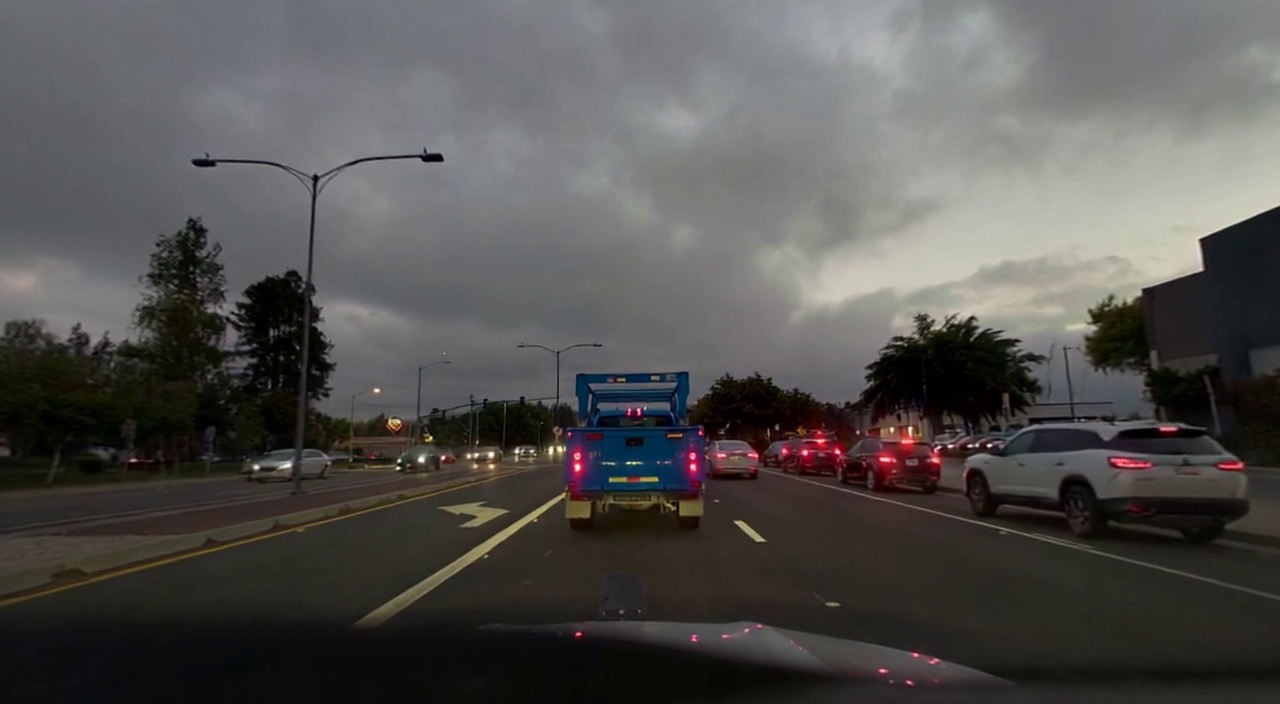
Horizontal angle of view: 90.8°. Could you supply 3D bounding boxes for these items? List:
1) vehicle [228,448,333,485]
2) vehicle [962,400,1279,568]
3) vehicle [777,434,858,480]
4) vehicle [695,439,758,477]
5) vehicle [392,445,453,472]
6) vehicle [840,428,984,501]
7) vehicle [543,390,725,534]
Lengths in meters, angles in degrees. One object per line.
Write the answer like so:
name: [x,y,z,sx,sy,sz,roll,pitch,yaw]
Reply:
vehicle: [-16.071,5.105,28.595,1.910,1.485,4.802,0,-9,0]
vehicle: [6.837,1.738,9.024,2.023,1.771,4.488,0,-9,-1]
vehicle: [7.078,4.234,25.687,1.953,1.665,4.327,0,-9,-2]
vehicle: [3.554,4.433,26.699,1.960,1.474,4.279,0,-9,-1]
vehicle: [-12.281,6.032,36.022,1.906,1.461,4.333,0,-9,1]
vehicle: [7.083,2.972,17.045,1.931,1.692,4.267,0,-9,0]
vehicle: [-0.122,2.061,12.294,2.682,2.117,5.706,0,-9,-1]
